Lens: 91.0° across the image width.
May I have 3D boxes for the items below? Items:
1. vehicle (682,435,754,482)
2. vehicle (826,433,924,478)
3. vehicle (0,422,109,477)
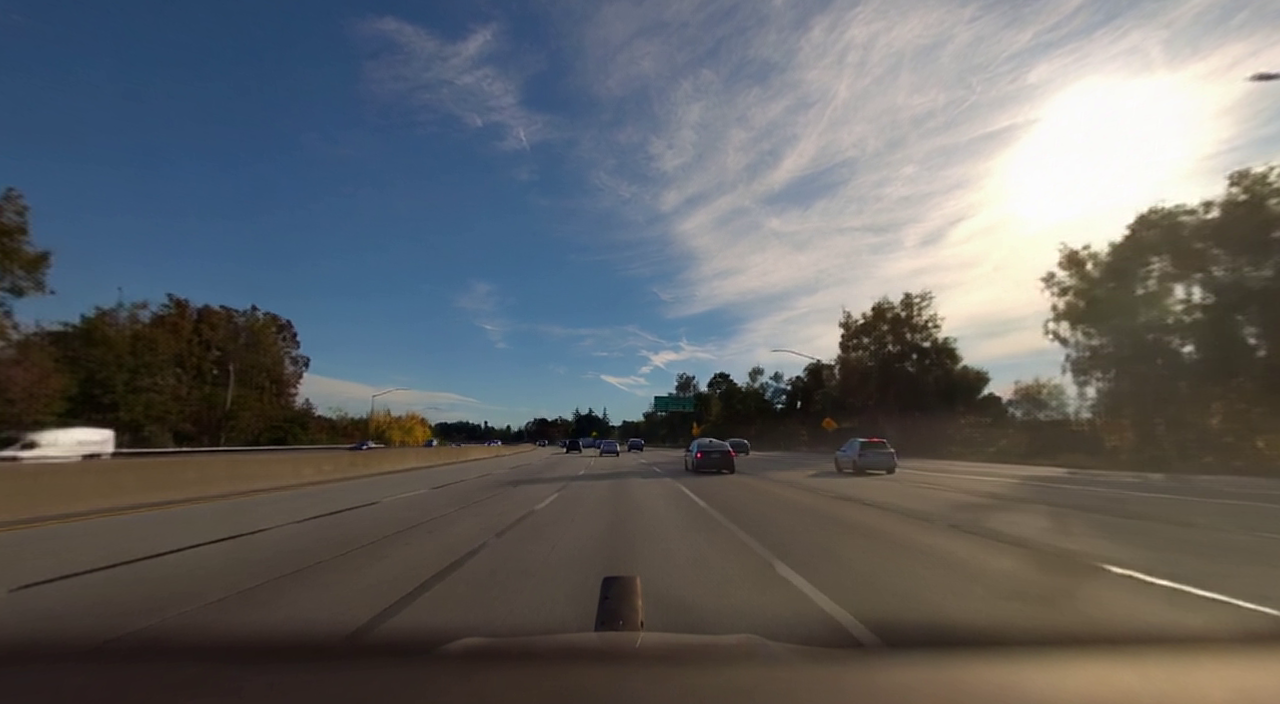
[{"bbox_3d":[2.749,3.891,23.169,1.975,1.562,3.823,0,-9,-3],"label":"vehicle"},{"bbox_3d":[9.260,4.140,25.343,1.909,1.634,4.739,0,-9,-3],"label":"vehicle"},{"bbox_3d":[-28.156,4.466,28.771,2.410,2.277,6.230,0,-9,-1],"label":"vehicle"}]
